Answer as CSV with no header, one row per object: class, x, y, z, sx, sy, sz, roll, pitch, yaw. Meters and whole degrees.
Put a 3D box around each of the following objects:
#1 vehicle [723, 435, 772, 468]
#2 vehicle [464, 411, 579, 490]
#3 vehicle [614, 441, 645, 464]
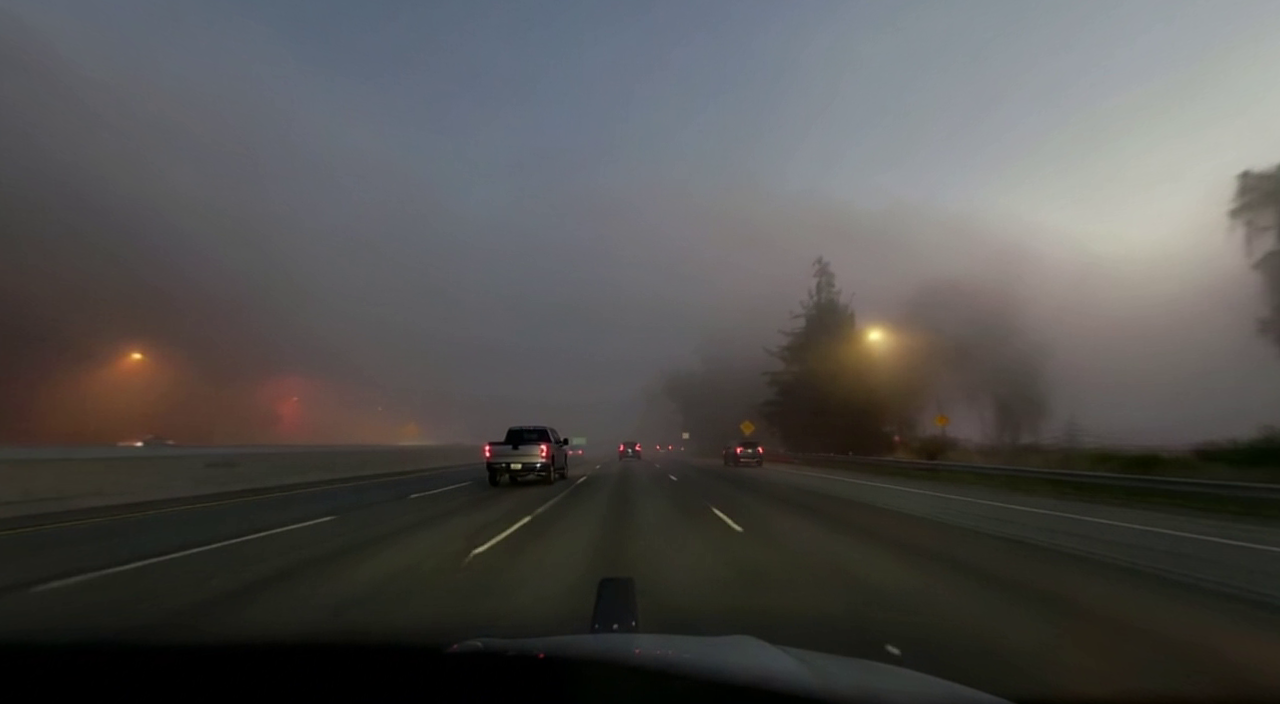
vehicle,6.732,6.294,40.054,2.103,1.898,5.310,0,-9,-1
vehicle,-3.594,3.207,20.686,2.592,2.179,6.034,0,-9,0
vehicle,-0.732,7.364,46.370,2.157,1.642,4.189,0,-9,-1
